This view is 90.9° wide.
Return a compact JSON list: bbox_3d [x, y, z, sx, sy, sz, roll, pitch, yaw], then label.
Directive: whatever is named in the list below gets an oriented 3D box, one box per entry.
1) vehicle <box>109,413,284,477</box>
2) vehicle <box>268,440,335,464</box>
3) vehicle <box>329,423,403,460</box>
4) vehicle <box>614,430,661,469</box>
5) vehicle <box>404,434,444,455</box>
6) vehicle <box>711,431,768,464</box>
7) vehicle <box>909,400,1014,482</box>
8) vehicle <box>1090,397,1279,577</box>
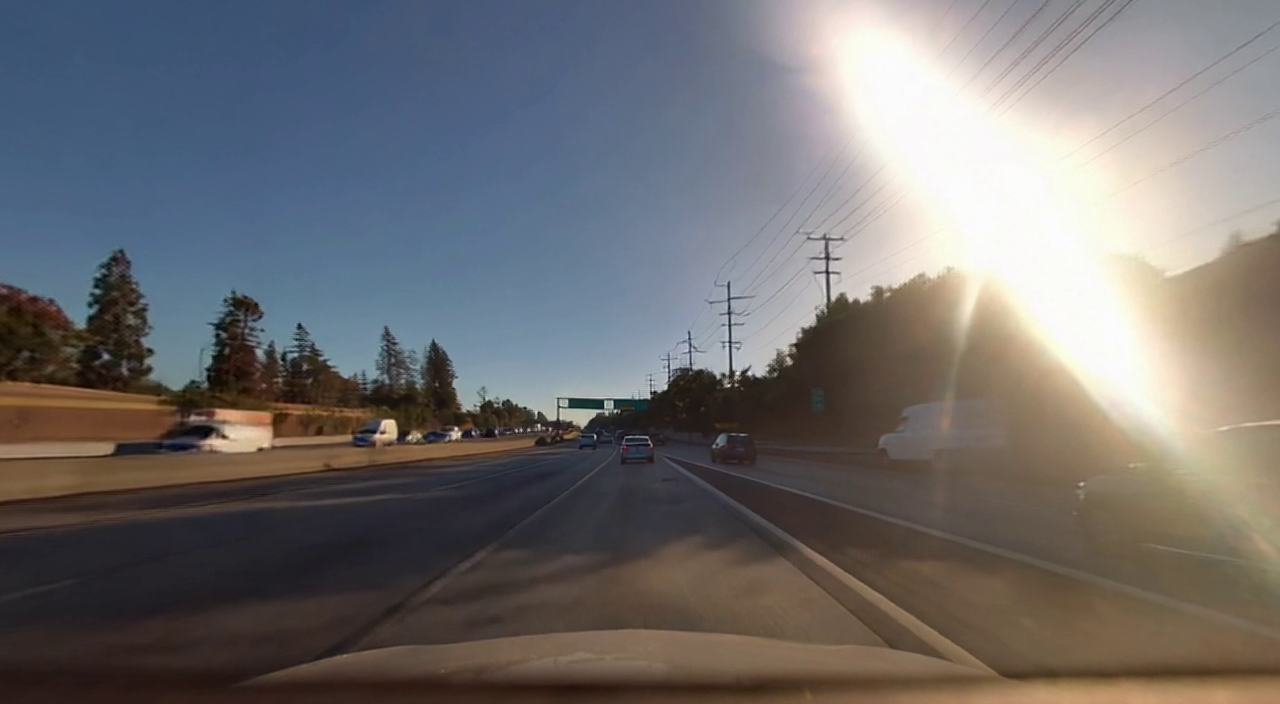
[{"bbox_3d":[-16.216,3.485,23.647,2.339,2.062,5.804,0,-8,0],"label":"vehicle"},{"bbox_3d":[-20.528,6.077,38.476,1.858,1.414,4.389,1,-8,-3],"label":"vehicle"},{"bbox_3d":[-16.662,5.481,38.716,2.208,2.085,5.448,0,-8,-1],"label":"vehicle"},{"bbox_3d":[-0.177,4.817,31.345,2.192,1.769,4.287,0,-8,-2],"label":"vehicle"},{"bbox_3d":[-16.849,7.274,49.386,1.838,1.551,4.182,0,-8,-2],"label":"vehicle"},{"bbox_3d":[5.468,5.337,35.419,2.099,1.720,4.829,0,-8,-4],"label":"vehicle"},{"bbox_3d":[11.595,3.222,22.989,2.162,2.775,2.707,0,-8,-3],"label":"vehicle"},{"bbox_3d":[7.249,1.298,6.089,2.102,1.723,4.745,0,-8,-3],"label":"vehicle"}]
